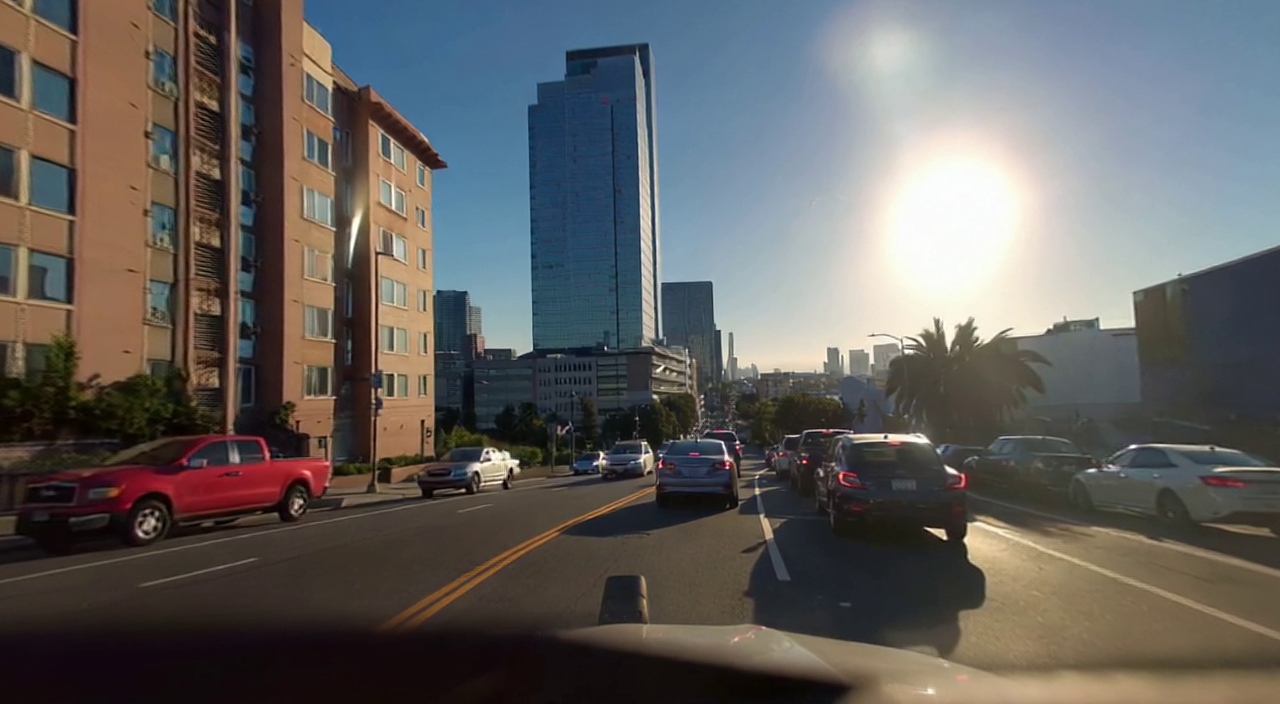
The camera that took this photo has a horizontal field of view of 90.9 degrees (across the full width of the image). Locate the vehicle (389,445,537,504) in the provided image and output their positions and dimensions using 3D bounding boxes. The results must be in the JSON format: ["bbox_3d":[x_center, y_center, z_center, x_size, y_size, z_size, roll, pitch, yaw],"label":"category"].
[{"bbox_3d":[-5.064,3.538,18.732,1.928,1.503,4.322,-4,-9,22],"label":"vehicle"}]

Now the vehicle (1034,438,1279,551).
[{"bbox_3d":[8.960,2.273,10.921,1.901,1.500,4.729,-2,-8,10],"label":"vehicle"}]

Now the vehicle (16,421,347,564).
[{"bbox_3d":[-7.553,2.286,11.096,1.934,1.770,4.546,-9,-9,10],"label":"vehicle"}]

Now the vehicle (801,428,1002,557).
[{"bbox_3d":[3.667,1.987,9.725,1.982,1.510,4.144,-2,-8,10],"label":"vehicle"}]

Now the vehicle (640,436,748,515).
[{"bbox_3d":[1.322,2.634,13.980,2.031,1.461,3.763,-2,-8,10],"label":"vehicle"}]

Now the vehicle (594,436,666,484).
[{"bbox_3d":[-0.280,4.298,25.526,2.030,1.730,4.453,-2,-9,11],"label":"vehicle"}]
